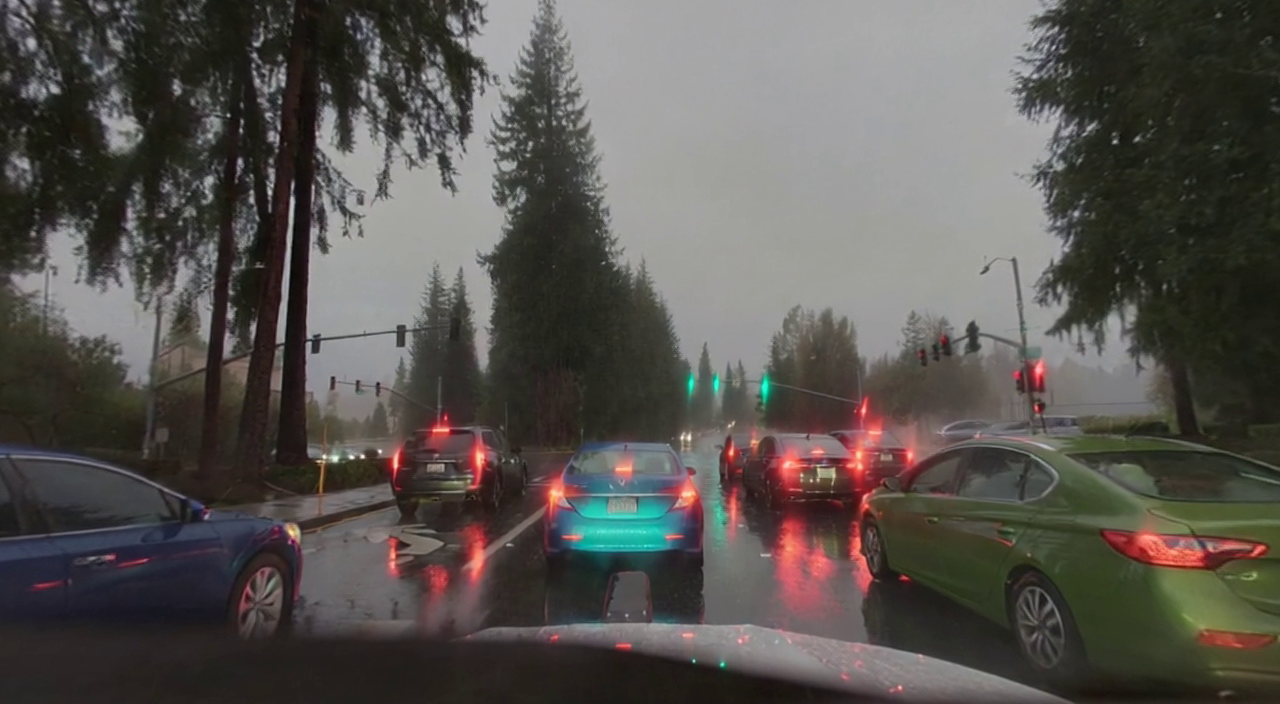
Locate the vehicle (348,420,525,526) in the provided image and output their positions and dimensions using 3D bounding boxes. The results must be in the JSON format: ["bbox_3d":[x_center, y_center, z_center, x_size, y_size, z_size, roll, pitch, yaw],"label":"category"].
[{"bbox_3d":[-3.725,2.298,12.489,1.961,1.714,4.268,0,-8,2],"label":"vehicle"}]

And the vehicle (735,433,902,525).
[{"bbox_3d":[3.187,2.336,12.323,1.975,1.460,4.357,0,-8,0],"label":"vehicle"}]

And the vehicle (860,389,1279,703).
[{"bbox_3d":[3.137,1.151,4.050,1.903,1.480,4.270,0,-8,0],"label":"vehicle"}]

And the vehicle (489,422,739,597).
[{"bbox_3d":[-0.260,1.640,7.405,2.147,1.479,3.803,0,-8,-1],"label":"vehicle"}]

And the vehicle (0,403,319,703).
[{"bbox_3d":[-3.641,1.022,3.000,1.935,1.482,4.433,0,-8,-1],"label":"vehicle"}]
